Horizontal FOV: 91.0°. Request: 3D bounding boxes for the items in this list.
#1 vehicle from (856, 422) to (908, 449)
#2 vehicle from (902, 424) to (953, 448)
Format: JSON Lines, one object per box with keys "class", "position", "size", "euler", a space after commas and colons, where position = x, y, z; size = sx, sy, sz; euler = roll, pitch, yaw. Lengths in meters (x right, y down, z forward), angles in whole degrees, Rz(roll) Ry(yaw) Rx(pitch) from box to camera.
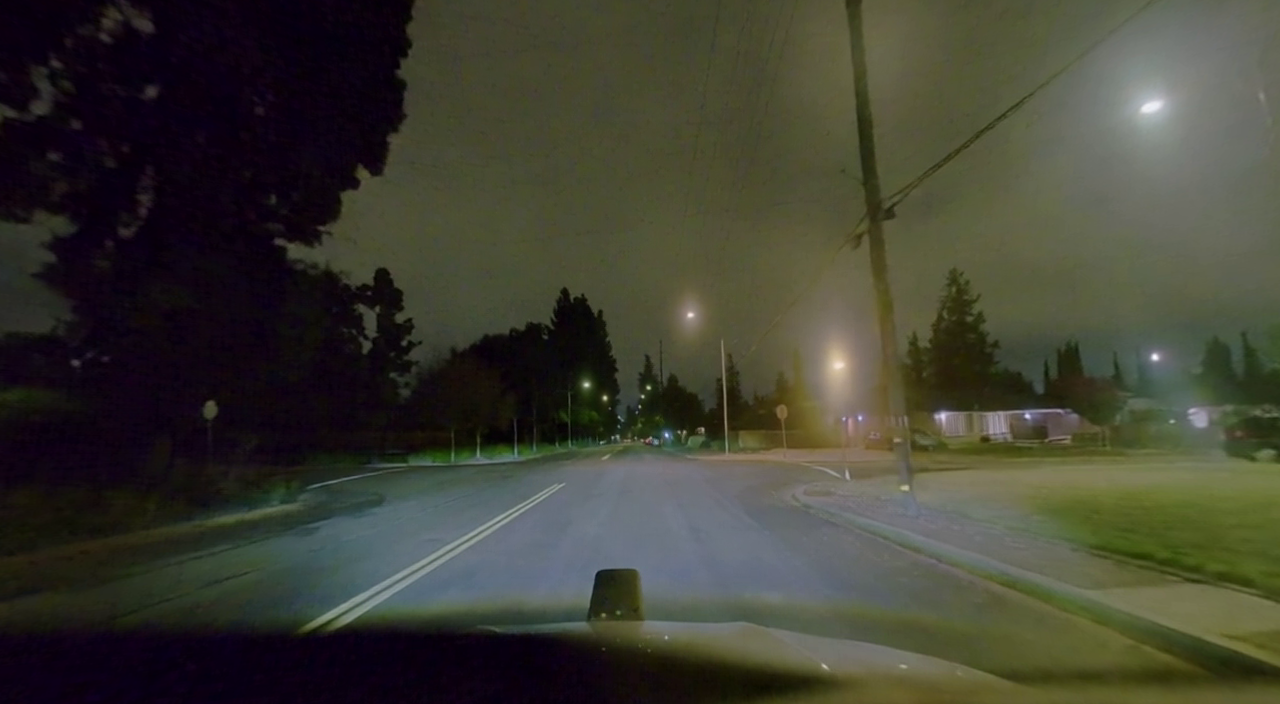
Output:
{"class": "vehicle", "position": [16.171, 5.641, 42.323], "size": [1.829, 1.667, 4.437], "euler": [-1, -8, 2]}
{"class": "vehicle", "position": [18.965, 5.582, 41.737], "size": [1.803, 1.504, 4.324], "euler": [-1, -8, 8]}
